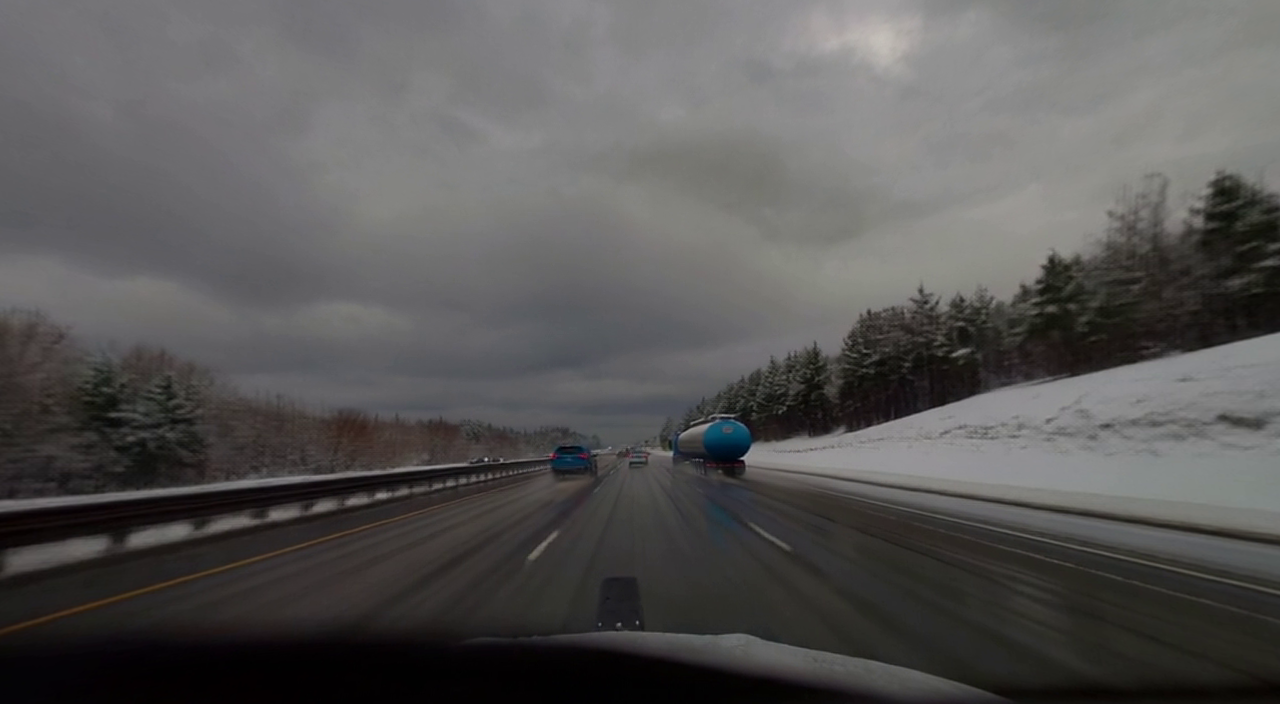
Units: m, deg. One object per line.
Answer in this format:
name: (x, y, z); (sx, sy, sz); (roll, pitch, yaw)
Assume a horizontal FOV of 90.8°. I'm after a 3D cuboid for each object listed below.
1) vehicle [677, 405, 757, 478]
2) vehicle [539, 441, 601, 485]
vehicle: (4.237, 5.507, 38.445); (2.889, 3.606, 13.832); (0, -9, -1)
vehicle: (-3.058, 4.966, 28.590); (2.258, 1.805, 4.665); (-1, -9, 1)
